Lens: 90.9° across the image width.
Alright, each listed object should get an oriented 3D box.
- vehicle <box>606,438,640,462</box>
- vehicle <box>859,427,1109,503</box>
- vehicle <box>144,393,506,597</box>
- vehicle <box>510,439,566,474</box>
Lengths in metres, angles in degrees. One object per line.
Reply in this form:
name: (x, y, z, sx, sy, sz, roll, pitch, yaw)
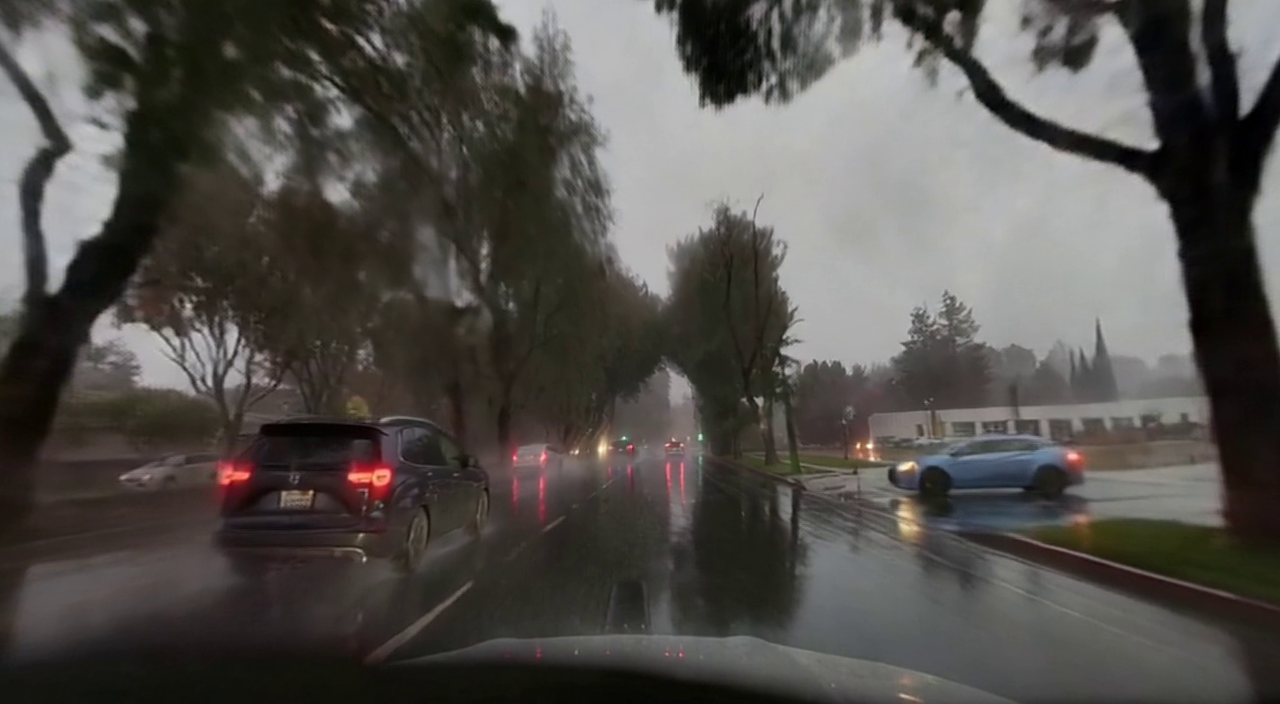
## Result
vehicle: (-1.252, 7.676, 49.652, 2.255, 1.806, 4.710, -1, -8, 3)
vehicle: (8.055, 2.687, 15.307, 4.824, 1.646, 2.077, -2, -8, 10)
vehicle: (-3.204, 1.553, 7.707, 2.123, 1.761, 4.322, 0, -8, 1)
vehicle: (-5.328, 5.503, 33.507, 1.985, 1.708, 4.310, -1, -8, 3)
